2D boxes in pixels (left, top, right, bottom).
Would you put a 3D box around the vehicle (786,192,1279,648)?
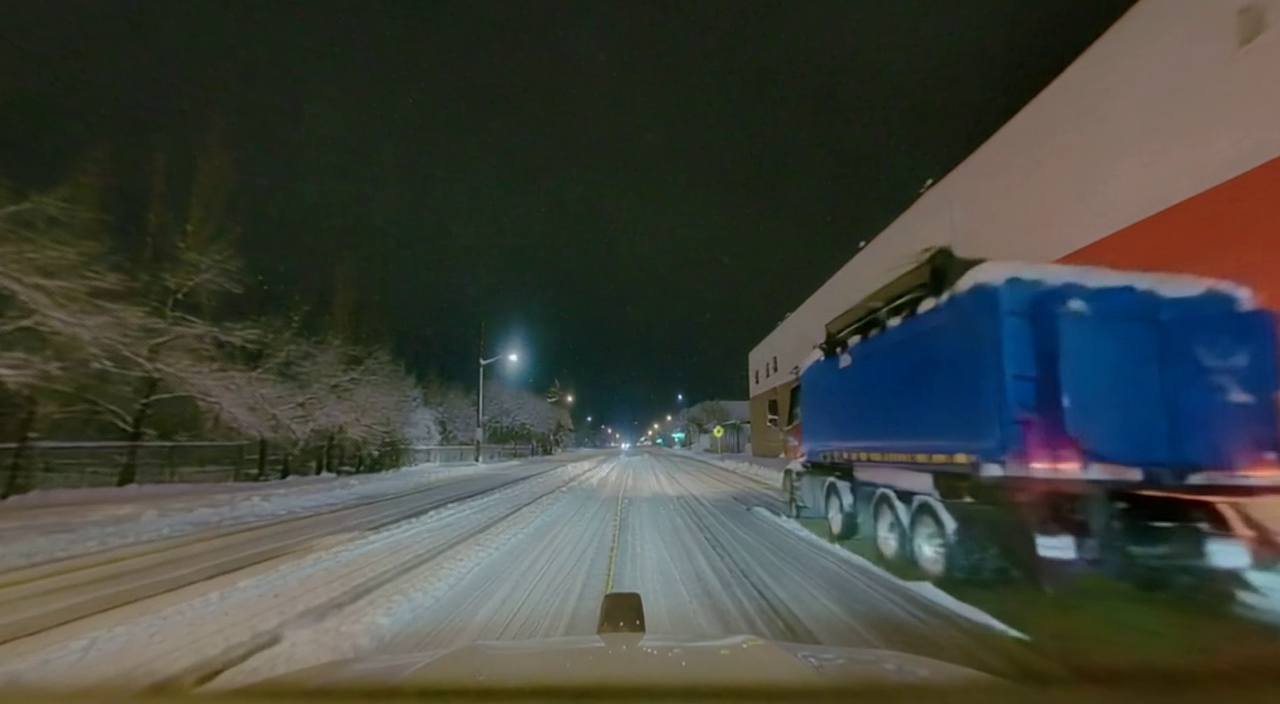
[{"bbox_3d":[4.099,0.856,7.718,3.019,3.303,6.252,0,-8,-1],"label":"vehicle"}]
